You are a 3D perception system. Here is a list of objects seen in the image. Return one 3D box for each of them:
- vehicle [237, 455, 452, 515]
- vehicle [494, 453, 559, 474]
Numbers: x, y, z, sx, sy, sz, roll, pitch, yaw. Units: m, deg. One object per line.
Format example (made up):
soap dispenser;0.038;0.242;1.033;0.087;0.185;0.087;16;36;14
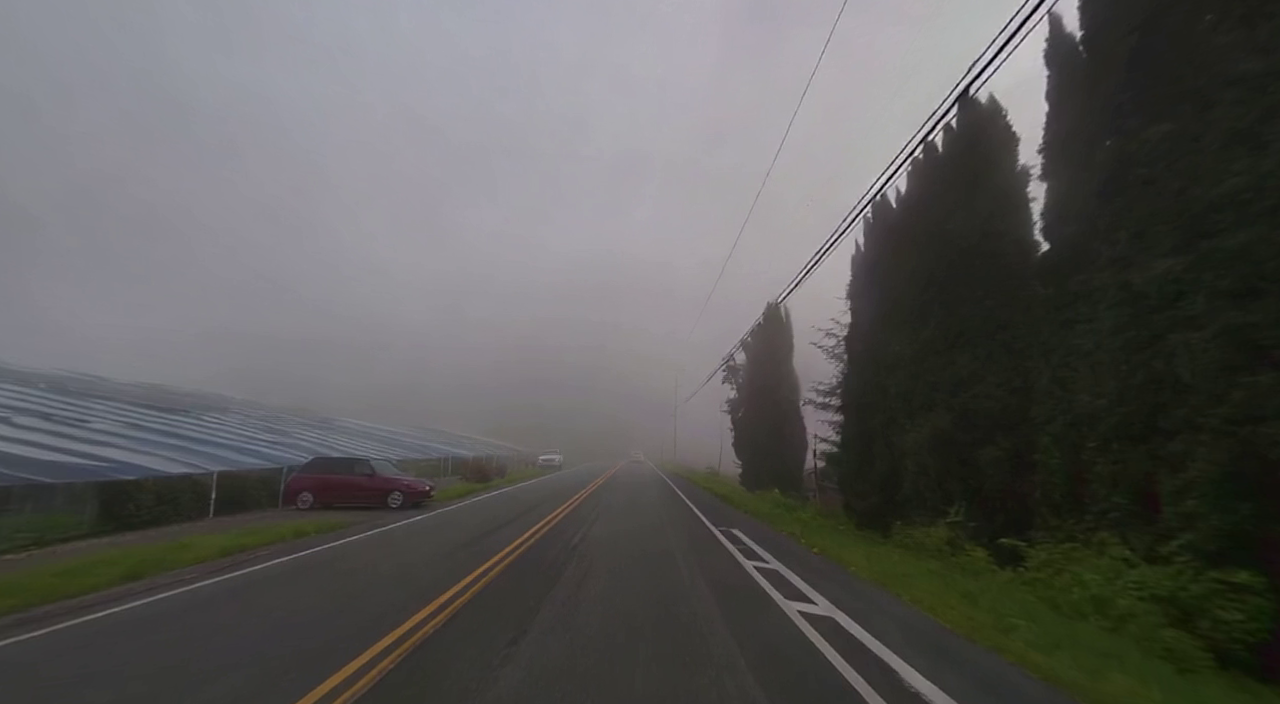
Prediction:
vehicle;-7.985;3.568;17.295;4.954;1.449;2.141;-2;-9;11
vehicle;-8.493;8.359;47.521;4.525;1.499;1.934;0;-9;1
